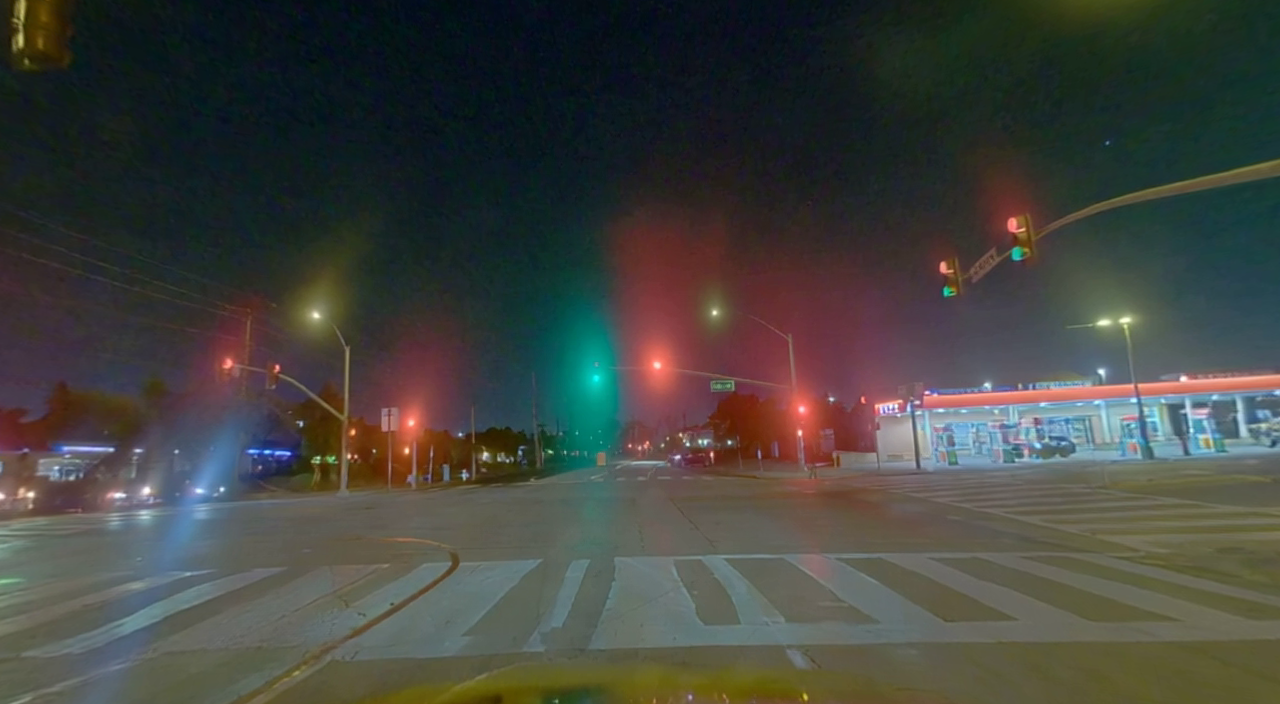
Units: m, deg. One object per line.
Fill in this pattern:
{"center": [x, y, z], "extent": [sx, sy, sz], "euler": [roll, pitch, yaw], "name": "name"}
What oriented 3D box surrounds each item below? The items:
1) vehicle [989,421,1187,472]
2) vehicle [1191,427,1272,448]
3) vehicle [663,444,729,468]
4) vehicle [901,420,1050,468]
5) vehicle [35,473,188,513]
{"center": [14.352, 3.098, 20.629], "extent": [4.835, 1.487, 1.913], "euler": [-4, -9, 20], "name": "vehicle"}
{"center": [42.015, 6.064, 44.900], "extent": [4.347, 1.446, 1.777], "euler": [1, -9, -9], "name": "vehicle"}
{"center": [3.681, 6.982, 42.432], "extent": [1.969, 1.491, 4.612], "euler": [5, -10, -33], "name": "vehicle"}
{"center": [13.031, 3.645, 24.948], "extent": [4.916, 1.730, 1.986], "euler": [-4, -9, 21], "name": "vehicle"}
{"center": [-21.383, 5.701, 25.667], "extent": [4.676, 1.463, 1.909], "euler": [-1, -8, 6], "name": "vehicle"}
